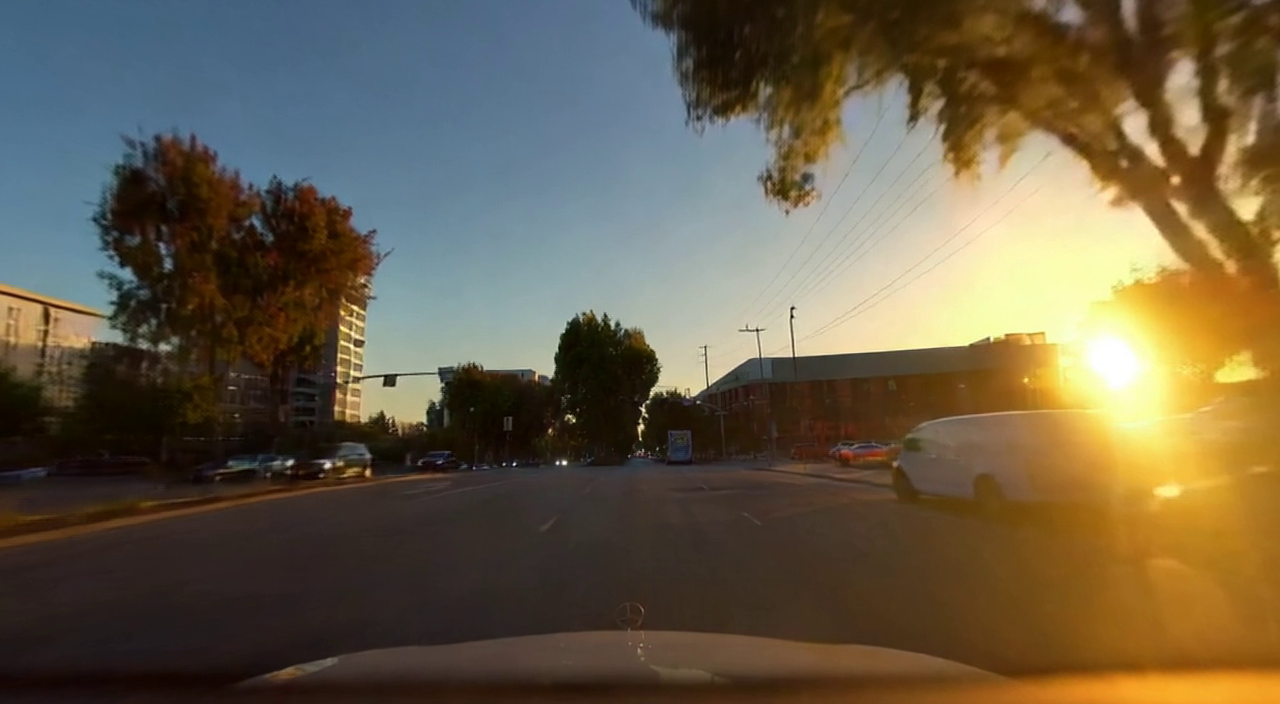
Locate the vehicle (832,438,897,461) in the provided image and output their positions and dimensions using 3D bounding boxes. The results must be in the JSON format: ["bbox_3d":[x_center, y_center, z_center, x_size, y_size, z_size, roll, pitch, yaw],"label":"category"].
[{"bbox_3d":[17.469,7.630,49.324,4.329,1.502,2.122,-3,-5,6],"label":"vehicle"}]

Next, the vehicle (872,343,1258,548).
[{"bbox_3d":[6.994,1.747,11.985,2.391,2.750,6.853,0,-8,-1],"label":"vehicle"}]

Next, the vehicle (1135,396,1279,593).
[{"bbox_3d":[6.860,1.201,5.072,1.889,1.799,4.704,0,-8,0],"label":"vehicle"}]

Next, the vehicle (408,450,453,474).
[{"bbox_3d":[-15.853,8.311,47.906,1.945,1.737,4.358,0,-8,0],"label":"vehicle"}]

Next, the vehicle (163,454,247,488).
[{"bbox_3d":[-22.661,6.176,33.053,1.875,1.528,3.717,-4,-9,-2],"label":"vehicle"}]

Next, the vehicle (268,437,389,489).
[{"bbox_3d":[-12.320,4.409,25.423,2.419,1.787,4.859,-1,-8,0],"label":"vehicle"}]
